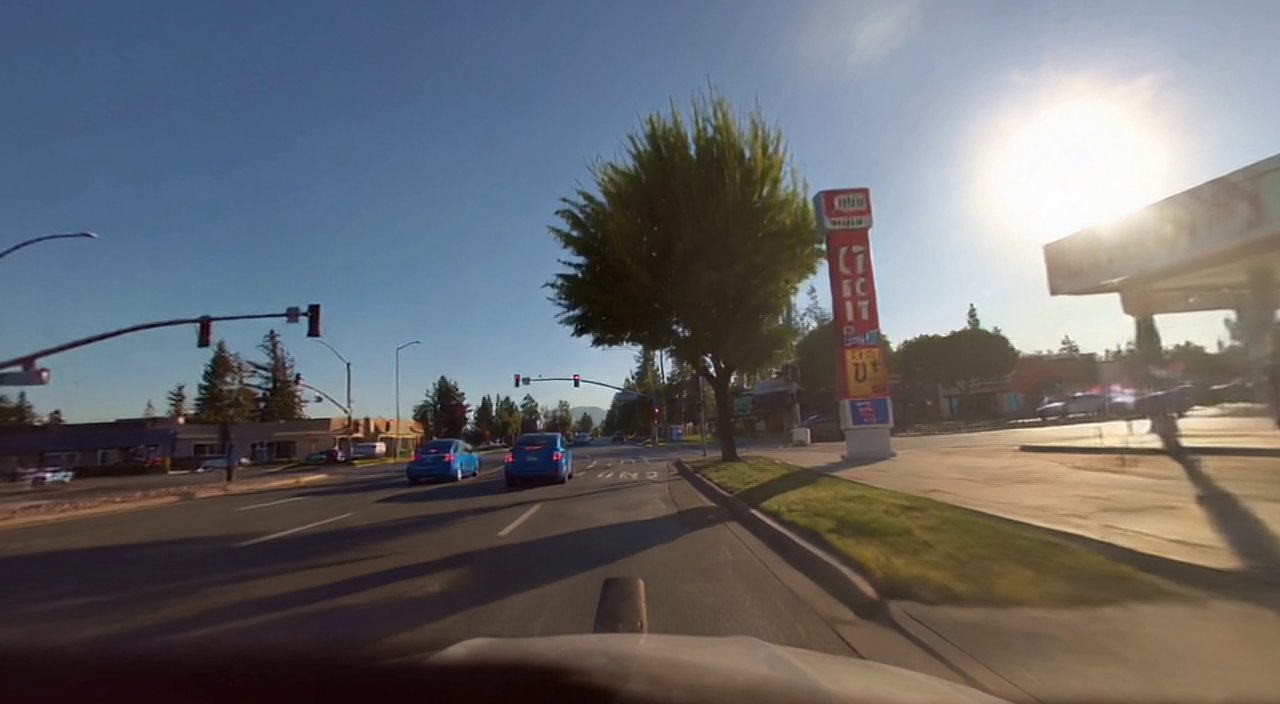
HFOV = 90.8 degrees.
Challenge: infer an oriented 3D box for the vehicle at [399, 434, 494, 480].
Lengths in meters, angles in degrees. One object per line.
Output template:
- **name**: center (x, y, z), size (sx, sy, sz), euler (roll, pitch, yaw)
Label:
- **vehicle**: center (-6.690, 3.665, 22.356), size (1.966, 1.439, 4.161), euler (-1, -8, 2)

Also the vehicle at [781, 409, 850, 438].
- **vehicle**: center (13.024, 5.361, 47.056), size (4.428, 1.501, 1.884), euler (-8, -8, -2)

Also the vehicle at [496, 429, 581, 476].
- **vehicle**: center (-3.366, 3.448, 21.879), size (2.054, 1.449, 4.772), euler (-1, -8, 1)
